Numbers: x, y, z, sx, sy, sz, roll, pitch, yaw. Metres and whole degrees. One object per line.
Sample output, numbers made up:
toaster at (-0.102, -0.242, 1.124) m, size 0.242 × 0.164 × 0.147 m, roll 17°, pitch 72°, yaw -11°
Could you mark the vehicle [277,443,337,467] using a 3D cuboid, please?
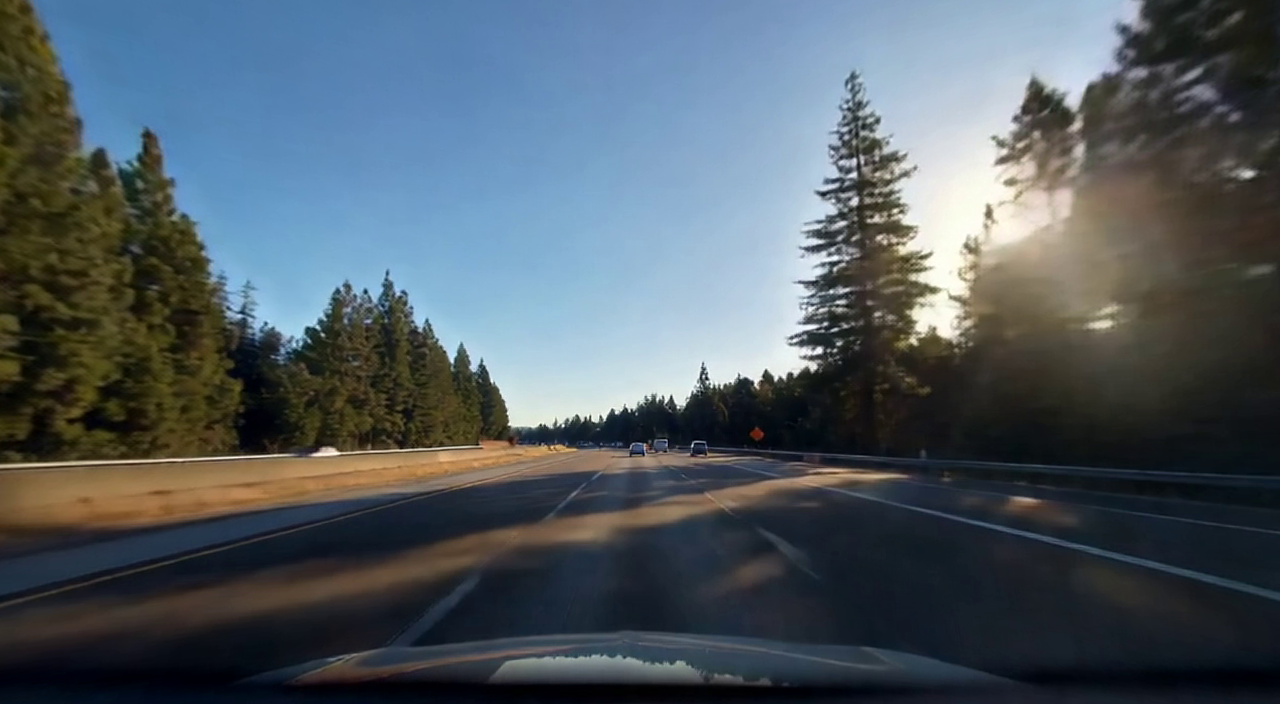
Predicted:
vehicle at (-25.312, 7.832, 48.185) m, size 2.085 × 1.683 × 4.588 m, roll 0°, pitch -9°, yaw 0°
